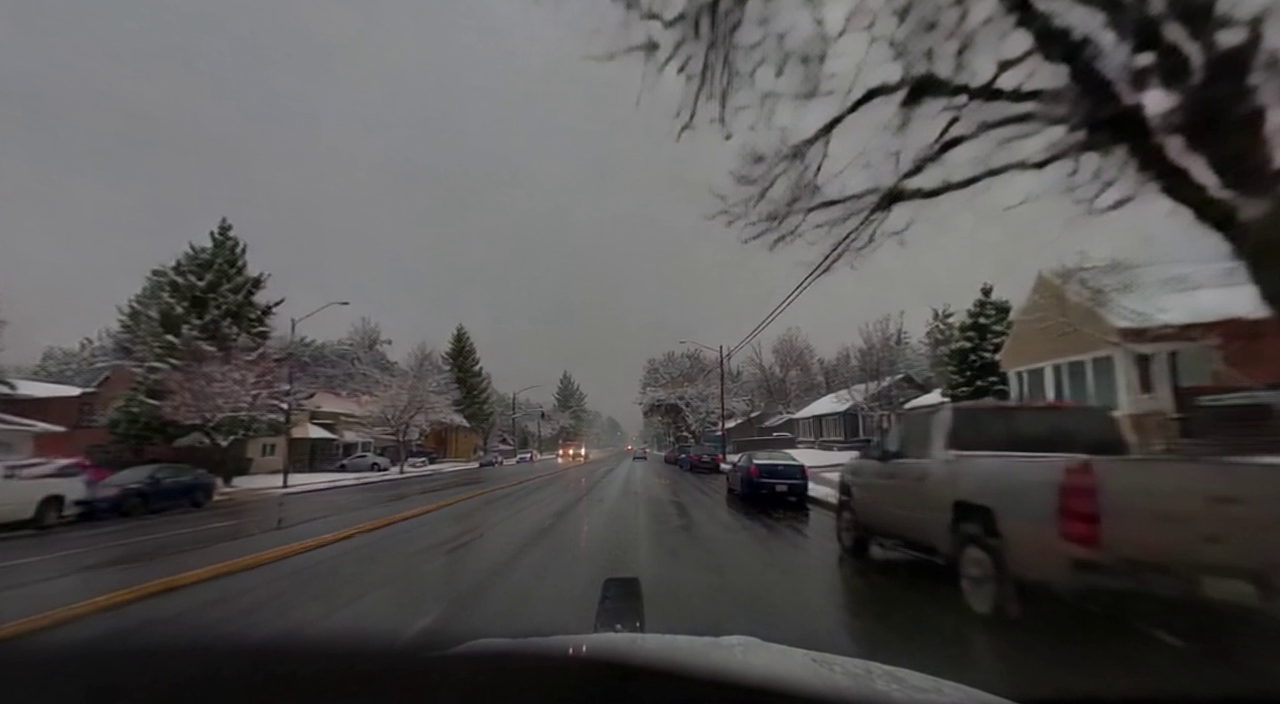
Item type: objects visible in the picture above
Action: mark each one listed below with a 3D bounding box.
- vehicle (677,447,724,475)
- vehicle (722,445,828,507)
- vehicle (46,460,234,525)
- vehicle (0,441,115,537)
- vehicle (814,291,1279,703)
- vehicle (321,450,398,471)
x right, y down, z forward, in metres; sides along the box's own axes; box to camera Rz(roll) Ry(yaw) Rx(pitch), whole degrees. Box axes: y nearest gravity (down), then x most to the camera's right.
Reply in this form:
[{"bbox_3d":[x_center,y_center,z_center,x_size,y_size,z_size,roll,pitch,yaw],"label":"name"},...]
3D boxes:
[{"bbox_3d":[3.330,6.145,35.985,2.158,1.477,5.135,0,-8,0],"label":"vehicle"},{"bbox_3d":[3.502,3.295,17.328,2.009,1.468,4.414,0,-8,1],"label":"vehicle"},{"bbox_3d":[-13.908,3.890,17.987,1.798,1.486,4.353,0,-8,-1],"label":"vehicle"},{"bbox_3d":[-13.915,2.853,12.769,2.213,1.903,5.326,-4,-9,-2],"label":"vehicle"},{"bbox_3d":[3.601,1.202,5.637,2.327,2.026,6.259,0,-8,0],"label":"vehicle"},{"bbox_3d":[-21.317,8.279,48.096,4.870,1.529,2.004,0,-9,0],"label":"vehicle"}]
